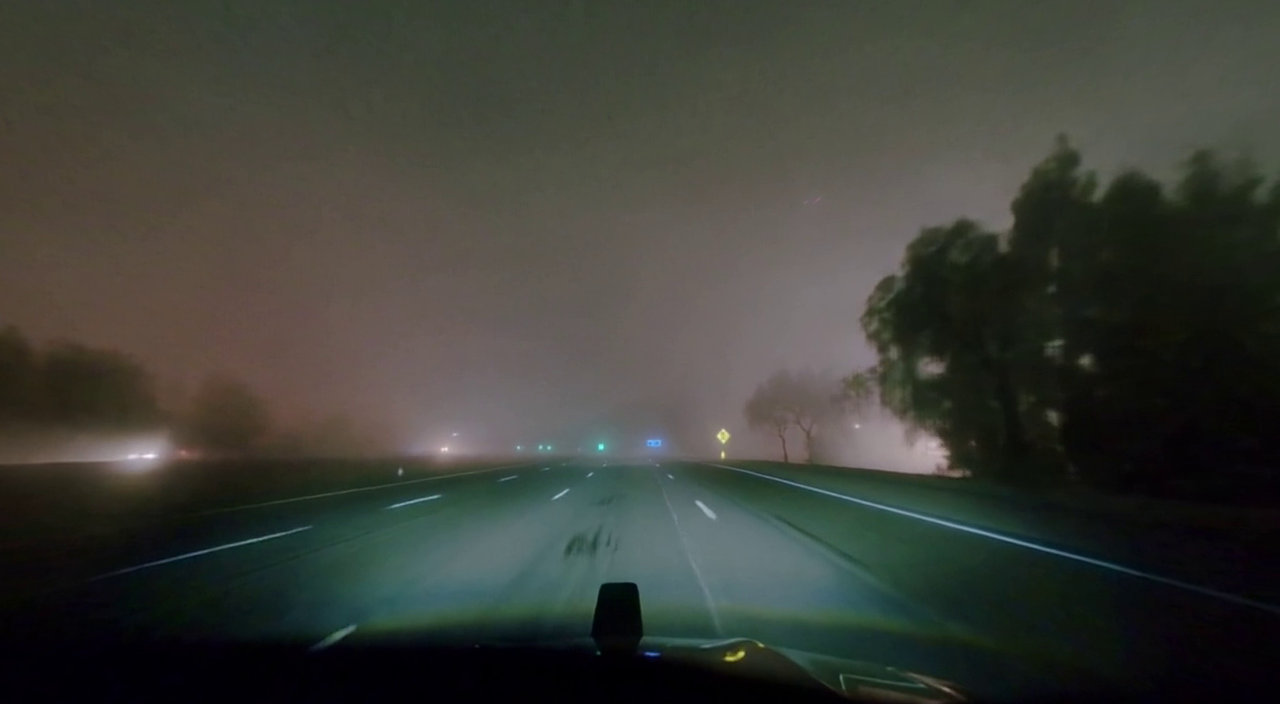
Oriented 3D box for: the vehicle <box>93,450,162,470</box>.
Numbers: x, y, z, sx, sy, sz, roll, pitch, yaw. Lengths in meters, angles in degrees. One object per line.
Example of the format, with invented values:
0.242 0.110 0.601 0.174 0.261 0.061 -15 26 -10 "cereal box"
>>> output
-40.441 8.515 49.841 1.795 1.516 4.404 0 -9 0 "vehicle"
